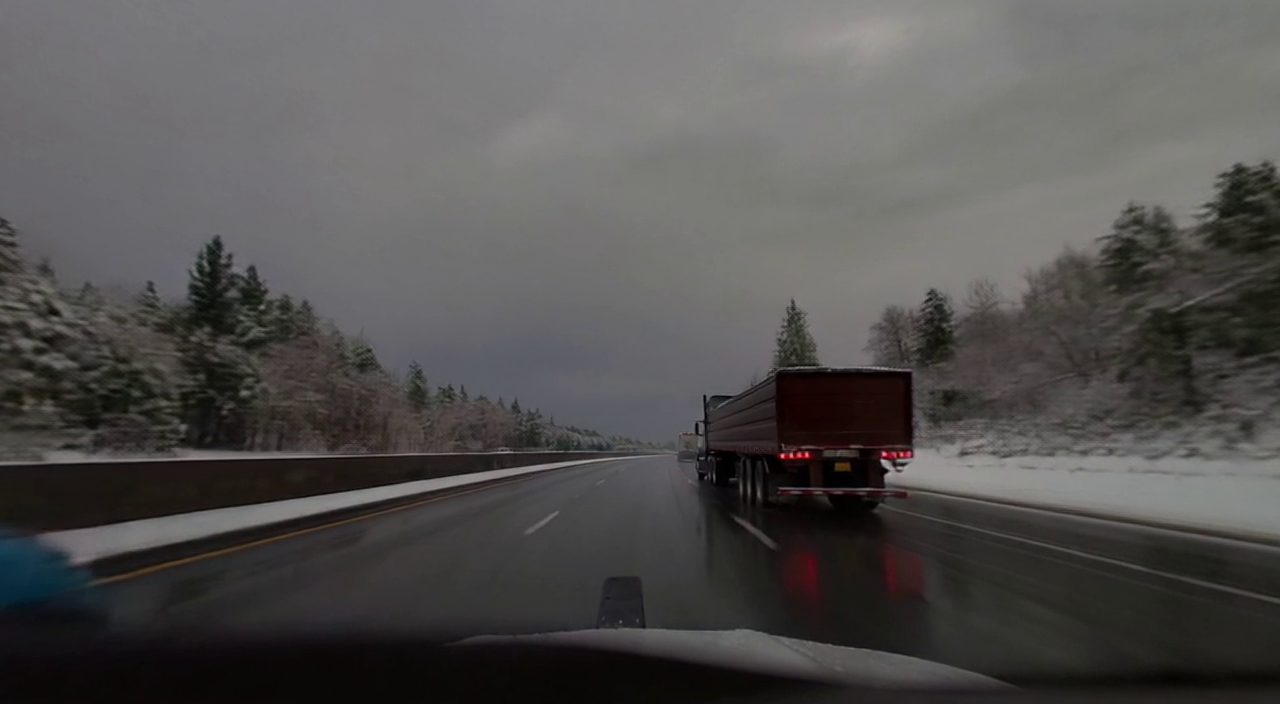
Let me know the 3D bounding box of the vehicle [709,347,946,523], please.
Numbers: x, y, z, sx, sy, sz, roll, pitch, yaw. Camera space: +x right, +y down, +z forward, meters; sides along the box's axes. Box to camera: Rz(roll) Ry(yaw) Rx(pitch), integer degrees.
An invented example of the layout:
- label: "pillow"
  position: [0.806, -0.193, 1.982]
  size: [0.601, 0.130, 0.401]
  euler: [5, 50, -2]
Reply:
- label: "vehicle"
  position: [4.386, 2.682, 19.268]
  size: [2.868, 3.427, 14.032]
  euler: [0, -9, 0]

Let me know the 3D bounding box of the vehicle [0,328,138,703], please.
- label: "vehicle"
  position: [-3.430, 0.504, 0.565]
  size: [2.297, 1.683, 4.385]
  euler: [0, -9, 0]
